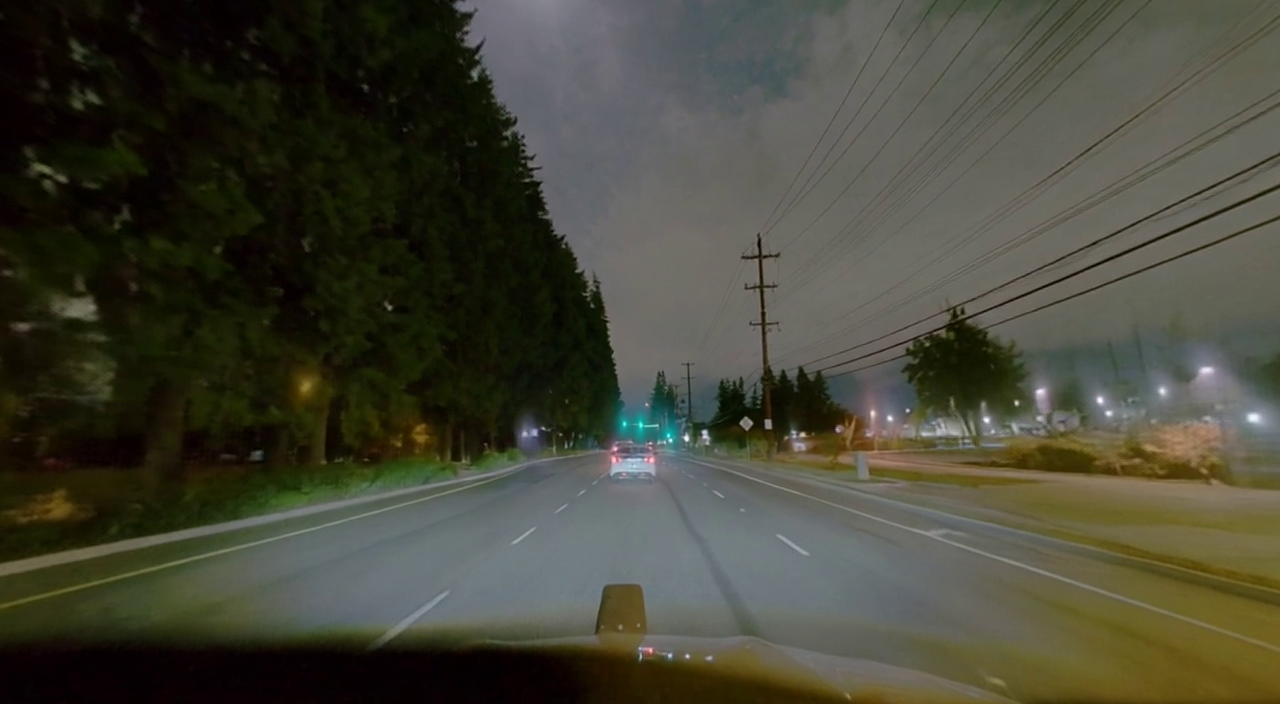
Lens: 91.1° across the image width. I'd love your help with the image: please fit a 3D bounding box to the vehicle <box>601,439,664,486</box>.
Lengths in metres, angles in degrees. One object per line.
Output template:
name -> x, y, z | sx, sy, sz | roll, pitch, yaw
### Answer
vehicle -> -0.239, 3.774, 21.736 | 1.991, 1.463, 3.988 | 0, -8, 0
